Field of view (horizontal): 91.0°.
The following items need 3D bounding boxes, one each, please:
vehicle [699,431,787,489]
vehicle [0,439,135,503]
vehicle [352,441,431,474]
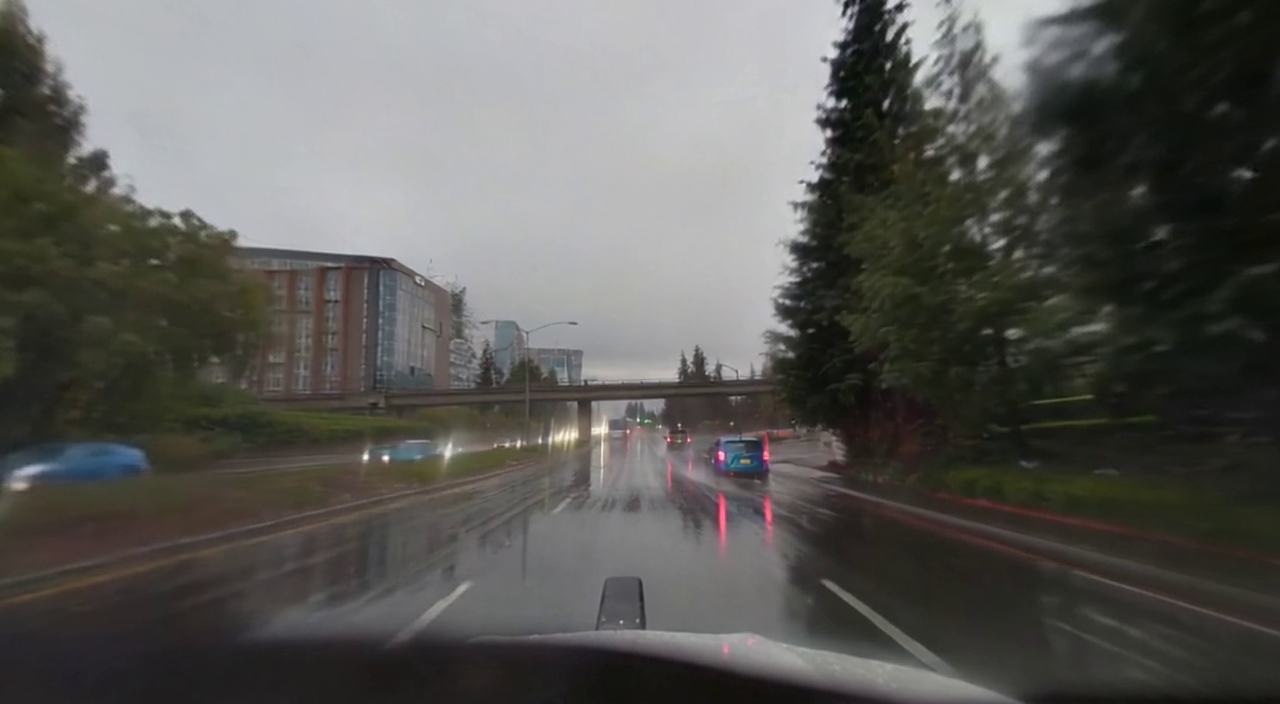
[{"bbox_3d":[3.270,3.542,20.963,2.110,1.712,4.489,0,-9,0],"label":"vehicle"},{"bbox_3d":[-19.166,3.690,19.992,2.056,1.793,4.976,0,-9,0],"label":"vehicle"},{"bbox_3d":[-12.145,5.182,31.189,1.961,1.512,4.747,0,-9,0],"label":"vehicle"}]
